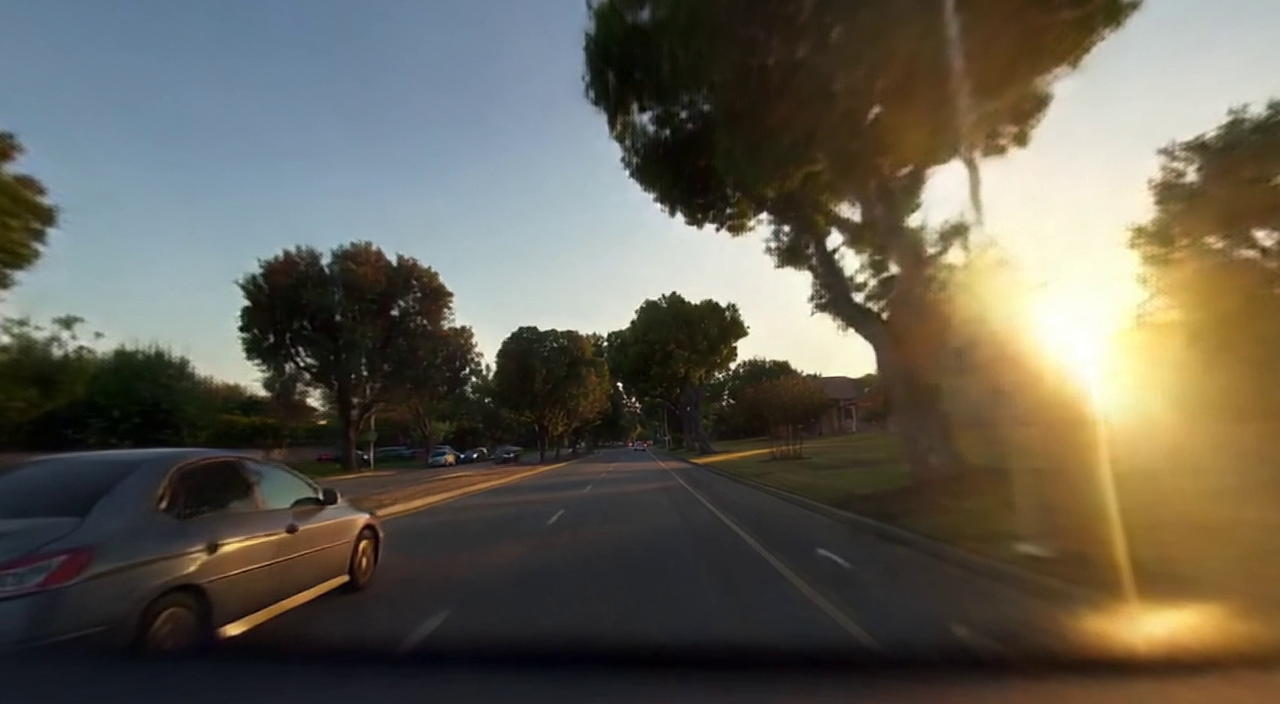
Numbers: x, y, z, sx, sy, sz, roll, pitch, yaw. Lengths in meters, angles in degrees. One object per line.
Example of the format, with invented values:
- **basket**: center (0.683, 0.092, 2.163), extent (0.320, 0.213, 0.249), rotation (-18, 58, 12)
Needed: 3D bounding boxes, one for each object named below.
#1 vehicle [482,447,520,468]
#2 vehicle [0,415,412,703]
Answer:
- **vehicle**: center (-10.389, 7.915, 47.550), extent (1.800, 1.449, 4.260), rotation (-1, -8, 2)
- **vehicle**: center (-3.318, 1.218, 3.899), extent (2.020, 1.478, 4.890), rotation (0, -8, 0)
